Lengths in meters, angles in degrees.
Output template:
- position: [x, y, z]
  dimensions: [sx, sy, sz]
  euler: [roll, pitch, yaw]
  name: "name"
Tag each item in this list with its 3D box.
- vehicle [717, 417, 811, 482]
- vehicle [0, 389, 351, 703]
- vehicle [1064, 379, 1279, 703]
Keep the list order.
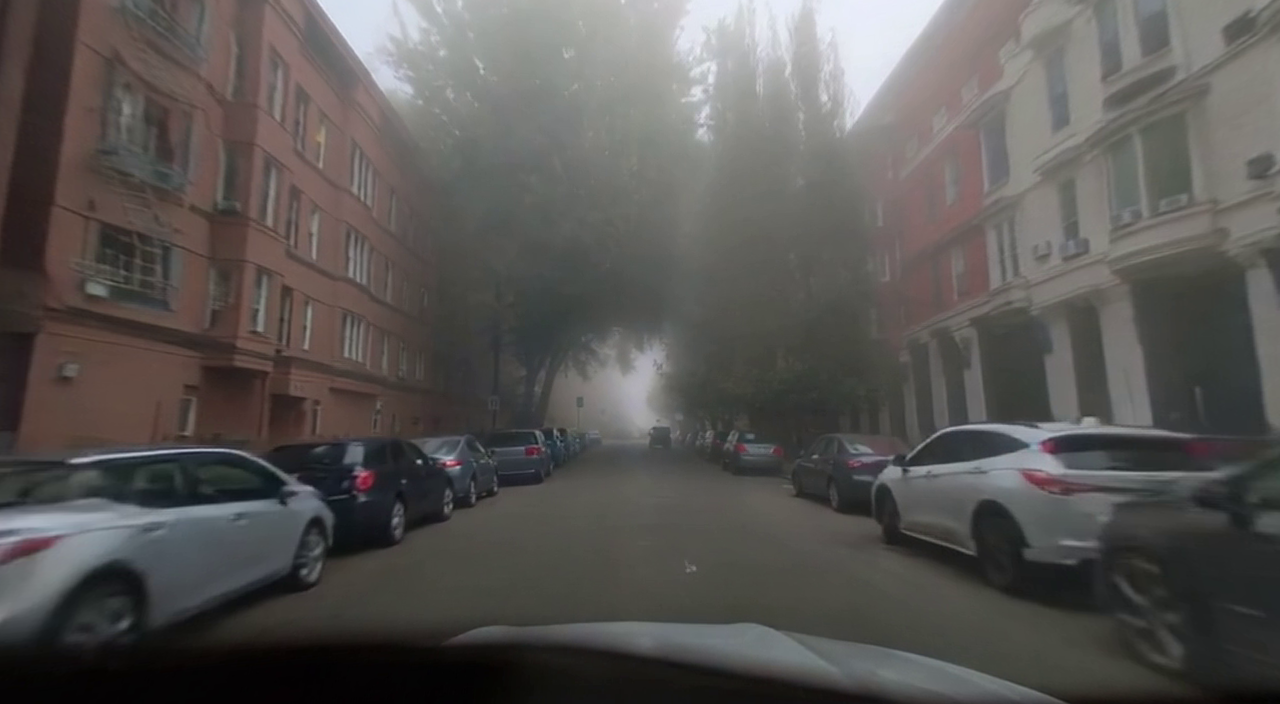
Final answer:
- position: [3.737, 3.020, 19.877]
  dimensions: [1.879, 1.802, 4.574]
  euler: [0, -7, -2]
  name: "vehicle"
- position: [-3.413, 1.011, 3.623]
  dimensions: [1.874, 1.508, 3.414]
  euler: [1, -3, 0]
  name: "vehicle"
- position: [3.731, 0.819, 2.105]
  dimensions: [1.896, 1.549, 3.845]
  euler: [0, -7, -1]
  name: "vehicle"
